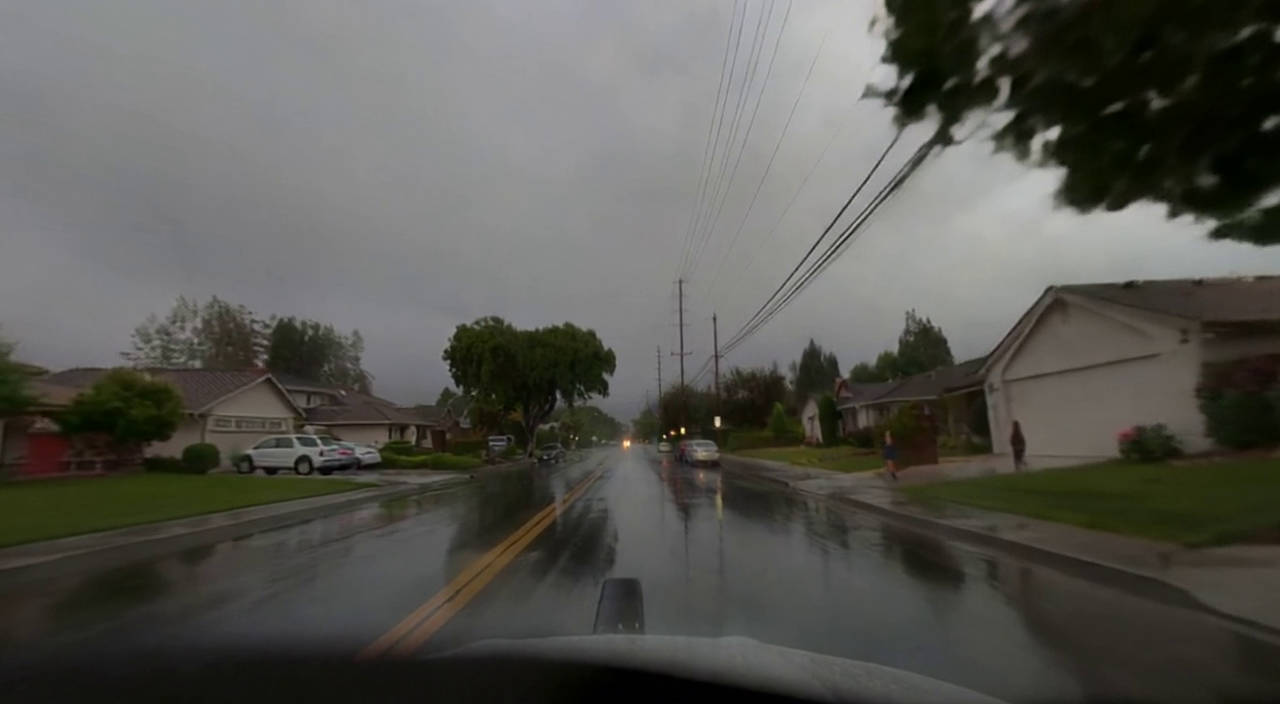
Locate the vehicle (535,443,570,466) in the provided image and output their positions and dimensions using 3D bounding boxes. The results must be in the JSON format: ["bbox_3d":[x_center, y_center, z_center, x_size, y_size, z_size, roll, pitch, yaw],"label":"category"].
[{"bbox_3d":[-6.595,7.725,47.827,1.985,1.497,4.655,-3,-8,0],"label":"vehicle"}]

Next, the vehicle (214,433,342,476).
[{"bbox_3d":[-15.492,4.397,27.115,4.320,1.767,1.951,-1,-8,1],"label":"vehicle"}]

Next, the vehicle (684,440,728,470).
[{"bbox_3d":[3.648,5.802,35.651,1.917,1.569,4.460,0,-8,-1],"label":"vehicle"}]
